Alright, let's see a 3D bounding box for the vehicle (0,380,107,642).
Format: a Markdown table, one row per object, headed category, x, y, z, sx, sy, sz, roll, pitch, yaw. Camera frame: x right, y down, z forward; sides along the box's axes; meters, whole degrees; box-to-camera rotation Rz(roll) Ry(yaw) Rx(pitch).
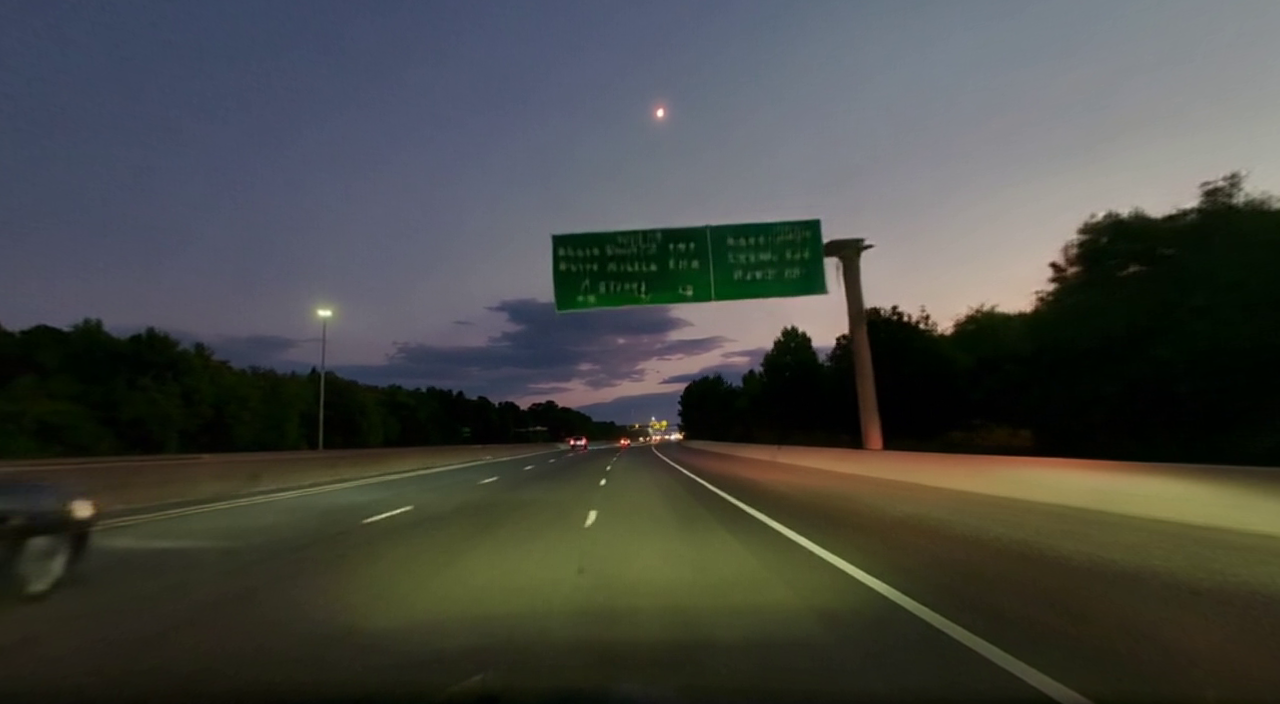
| category | x | y | z | sx | sy | sz | roll | pitch | yaw |
| --- | --- | --- | --- | --- | --- | --- | --- | --- | --- |
| vehicle | -5.036 | 0.788 | 2.354 | 2.055 | 1.662 | 4.773 | 0 | -8 | -3 |
